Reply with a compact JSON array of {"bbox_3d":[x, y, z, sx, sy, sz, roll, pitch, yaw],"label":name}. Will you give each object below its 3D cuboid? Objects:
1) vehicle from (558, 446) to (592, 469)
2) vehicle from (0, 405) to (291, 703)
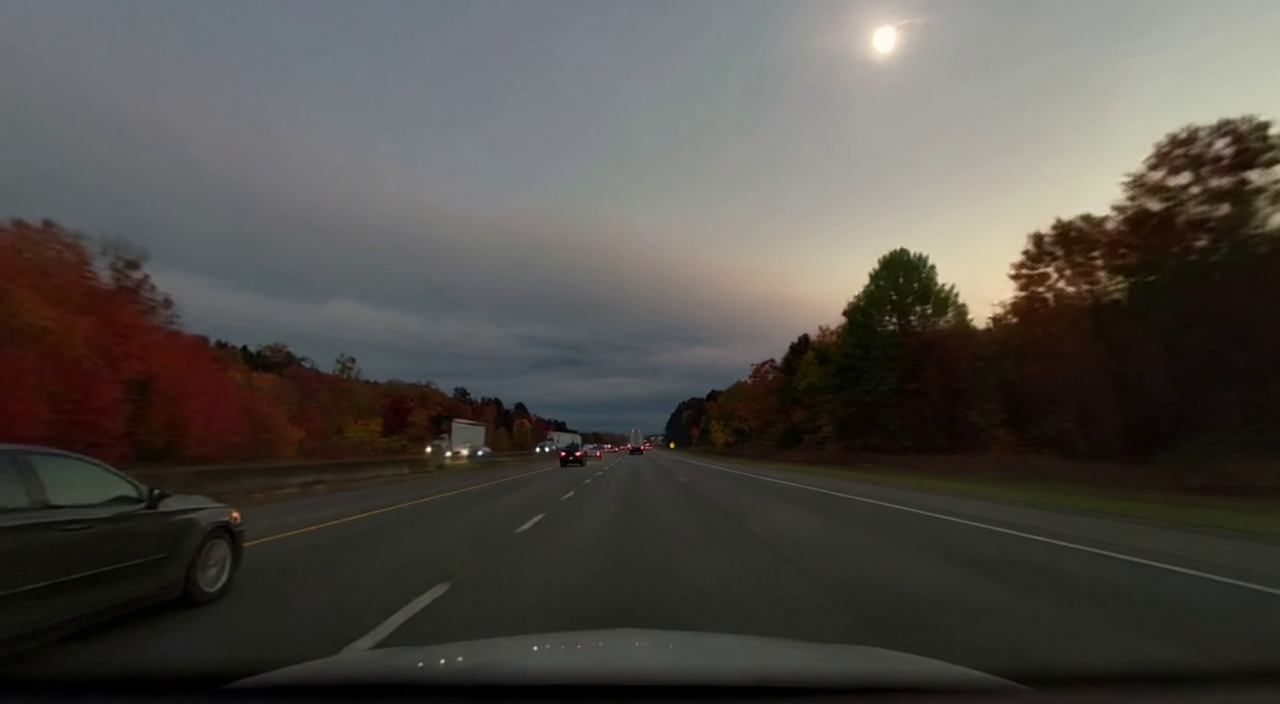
[{"bbox_3d":[-4.465,7.274,43.384,1.963,1.475,3.665,0,-9,0],"label":"vehicle"},{"bbox_3d":[-4.326,1.141,3.802,2.071,1.525,4.058,0,-9,0],"label":"vehicle"}]
